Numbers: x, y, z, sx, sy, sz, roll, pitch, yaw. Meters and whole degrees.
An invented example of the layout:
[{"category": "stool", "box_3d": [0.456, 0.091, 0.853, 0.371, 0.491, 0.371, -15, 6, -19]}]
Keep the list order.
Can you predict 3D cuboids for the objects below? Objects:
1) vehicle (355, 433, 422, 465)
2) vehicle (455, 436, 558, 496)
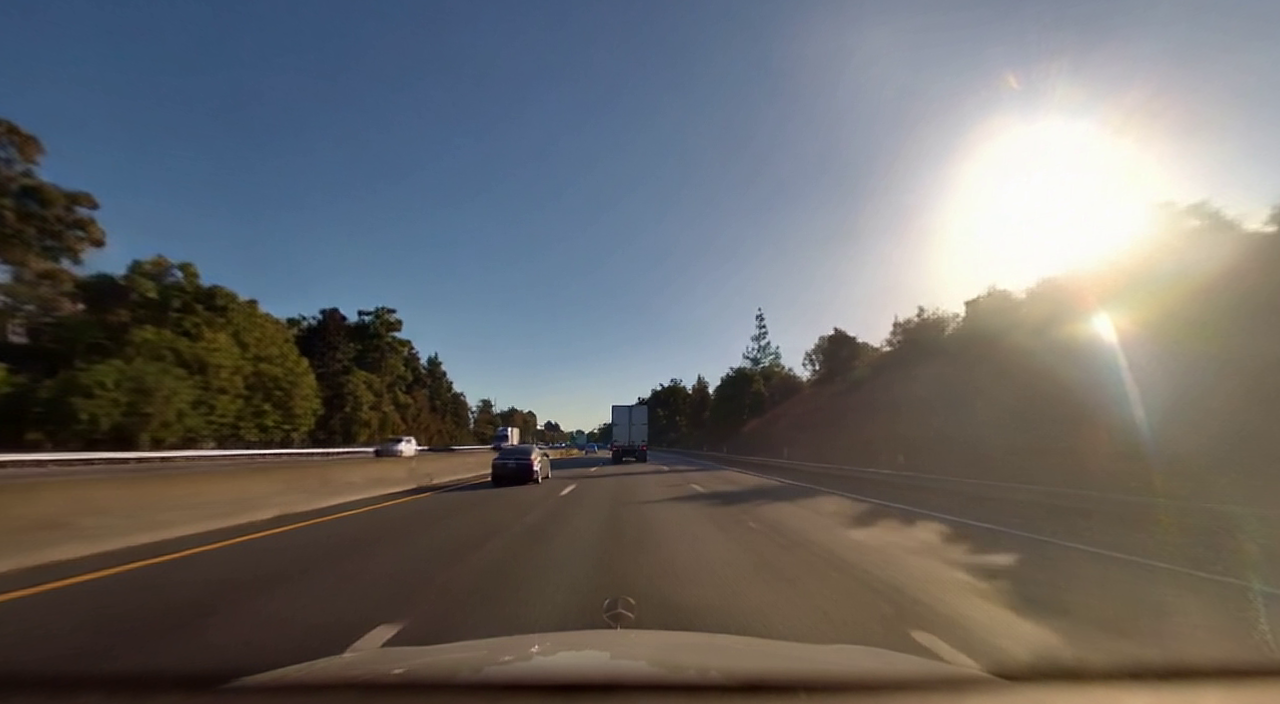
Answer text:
[{"category": "vehicle", "box_3d": [-13.969, 5.442, 35.058, 1.983, 1.629, 4.311, 0, -9, 0]}, {"category": "vehicle", "box_3d": [-3.744, 3.298, 18.448, 2.057, 1.519, 4.372, 0, -9, 1]}]
